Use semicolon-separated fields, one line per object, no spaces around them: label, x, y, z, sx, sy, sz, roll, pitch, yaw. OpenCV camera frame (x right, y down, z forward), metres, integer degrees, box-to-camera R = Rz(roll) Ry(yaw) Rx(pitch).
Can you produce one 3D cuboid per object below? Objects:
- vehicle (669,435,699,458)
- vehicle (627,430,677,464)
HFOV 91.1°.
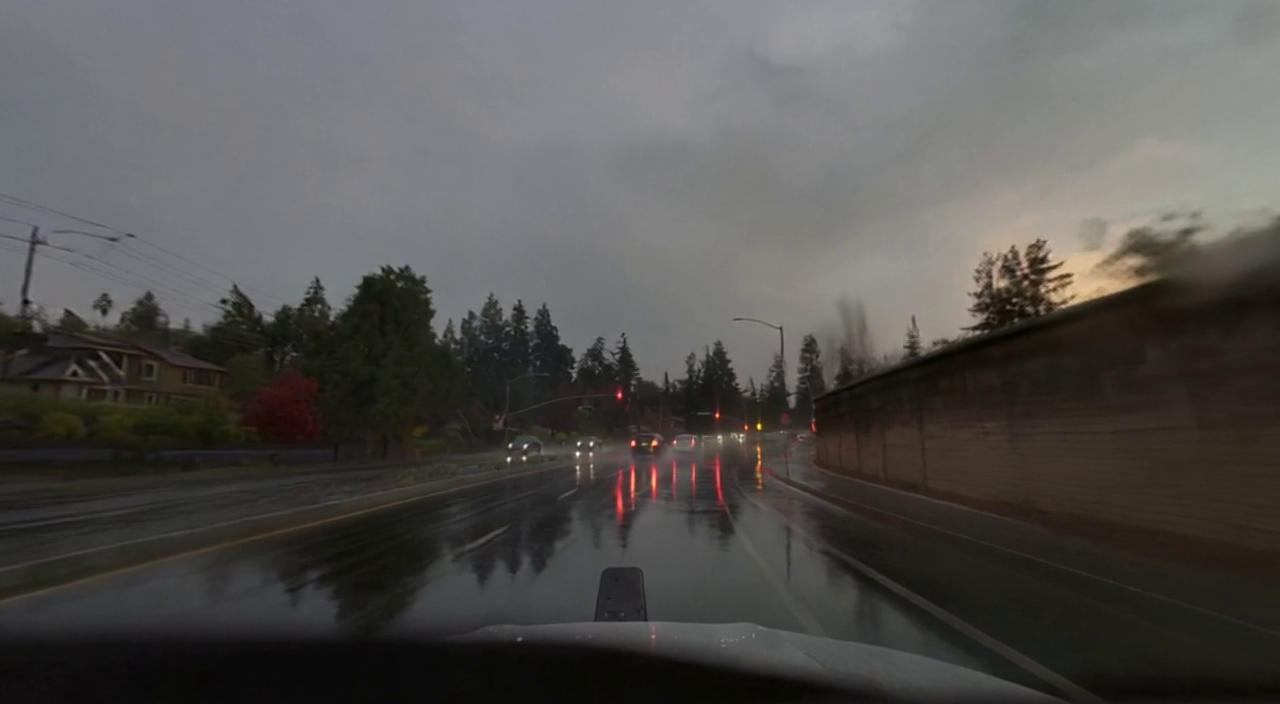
vehicle;3.362;7.139;47.325;2.024;1.655;4.301;-1;-9;6
vehicle;0.738;5.446;36.093;2.152;1.822;4.391;-2;-9;11
